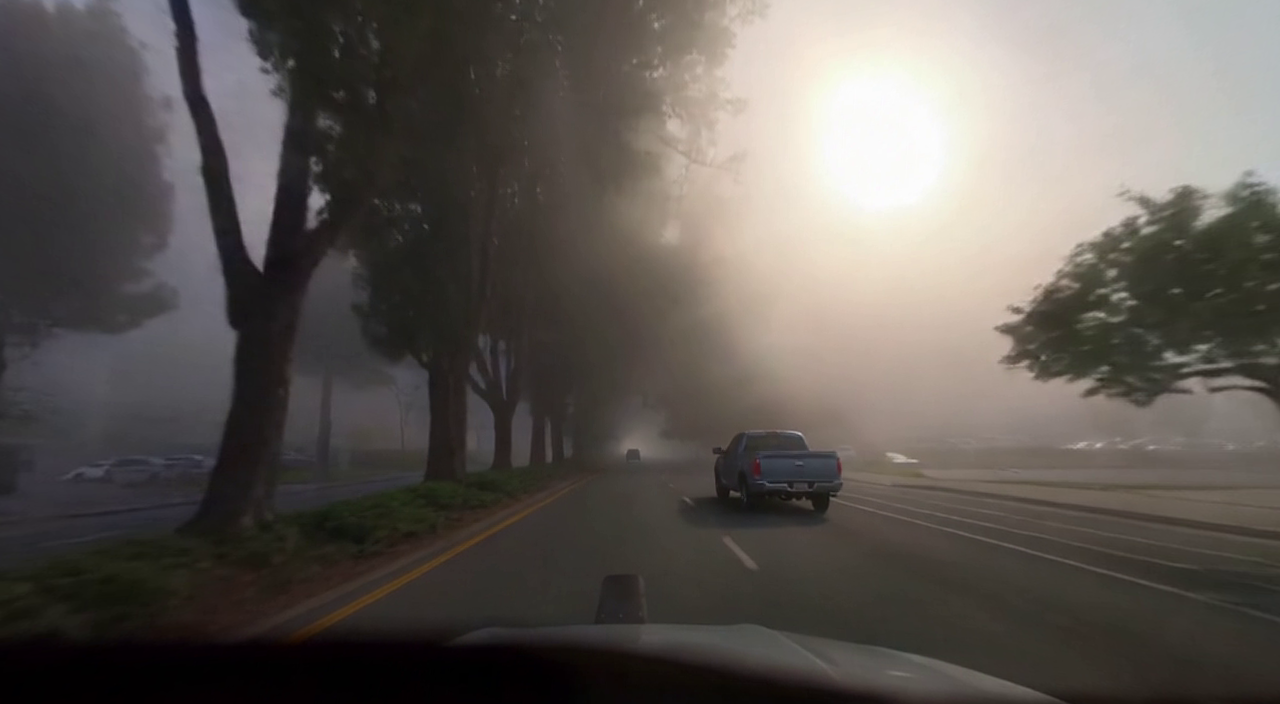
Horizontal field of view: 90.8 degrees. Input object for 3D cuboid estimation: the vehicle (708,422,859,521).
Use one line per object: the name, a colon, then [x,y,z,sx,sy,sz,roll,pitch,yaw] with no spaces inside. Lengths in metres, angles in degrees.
vehicle: [2.970,2.633,14.514,2.138,1.836,5.245,0,-9,-1]

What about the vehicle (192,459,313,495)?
vehicle: [-20.865,6.742,34.161,5.074,1.804,2.283,-1,-9,6]

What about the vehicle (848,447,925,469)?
vehicle: [16.826,7.215,43.112,4.721,1.462,2.028,-4,-10,25]
